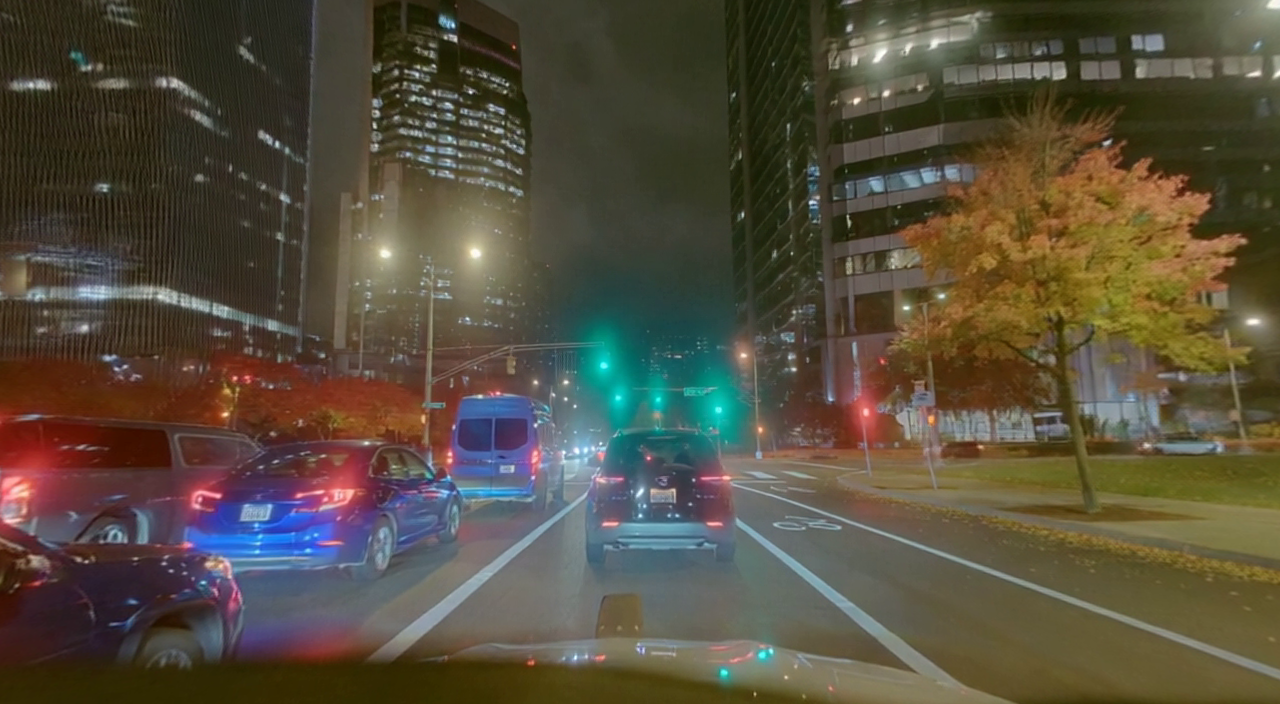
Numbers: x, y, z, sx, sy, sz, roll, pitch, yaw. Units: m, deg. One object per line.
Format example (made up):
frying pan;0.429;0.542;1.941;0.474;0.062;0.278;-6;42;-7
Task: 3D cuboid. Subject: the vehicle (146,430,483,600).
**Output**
vehicle;-3.486;1.809;7.845;1.955;1.499;4.223;0;-9;0

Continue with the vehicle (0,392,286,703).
vehicle;-2.903;0.820;1.525;1.893;1.491;3.798;0;-9;-1

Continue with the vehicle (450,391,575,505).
vehicle;-3.273;2.675;17.565;2.343;2.635;5.684;0;-9;0

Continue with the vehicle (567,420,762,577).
vehicle;0.189;1.775;8.247;1.979;1.562;3.630;0;-9;-2

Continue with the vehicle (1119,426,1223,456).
vehicle;28.543;4.827;33.918;1.762;1.487;4.488;-1;-9;1
